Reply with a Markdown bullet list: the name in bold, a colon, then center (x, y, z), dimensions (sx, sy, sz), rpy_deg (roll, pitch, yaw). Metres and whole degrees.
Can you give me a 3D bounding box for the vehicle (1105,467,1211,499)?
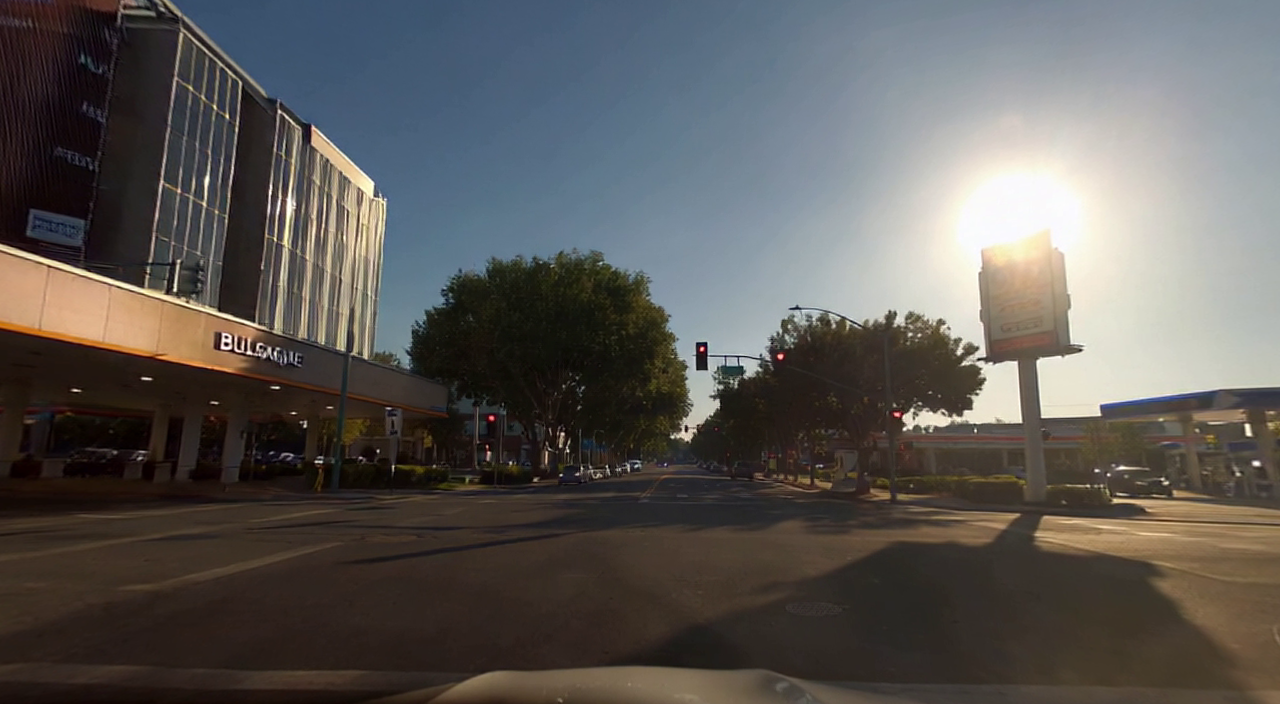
- **vehicle**: center (28.014, 7.069, 34.308), dimensions (1.897, 1.466, 4.211), rpy_deg (1, -8, -6)
